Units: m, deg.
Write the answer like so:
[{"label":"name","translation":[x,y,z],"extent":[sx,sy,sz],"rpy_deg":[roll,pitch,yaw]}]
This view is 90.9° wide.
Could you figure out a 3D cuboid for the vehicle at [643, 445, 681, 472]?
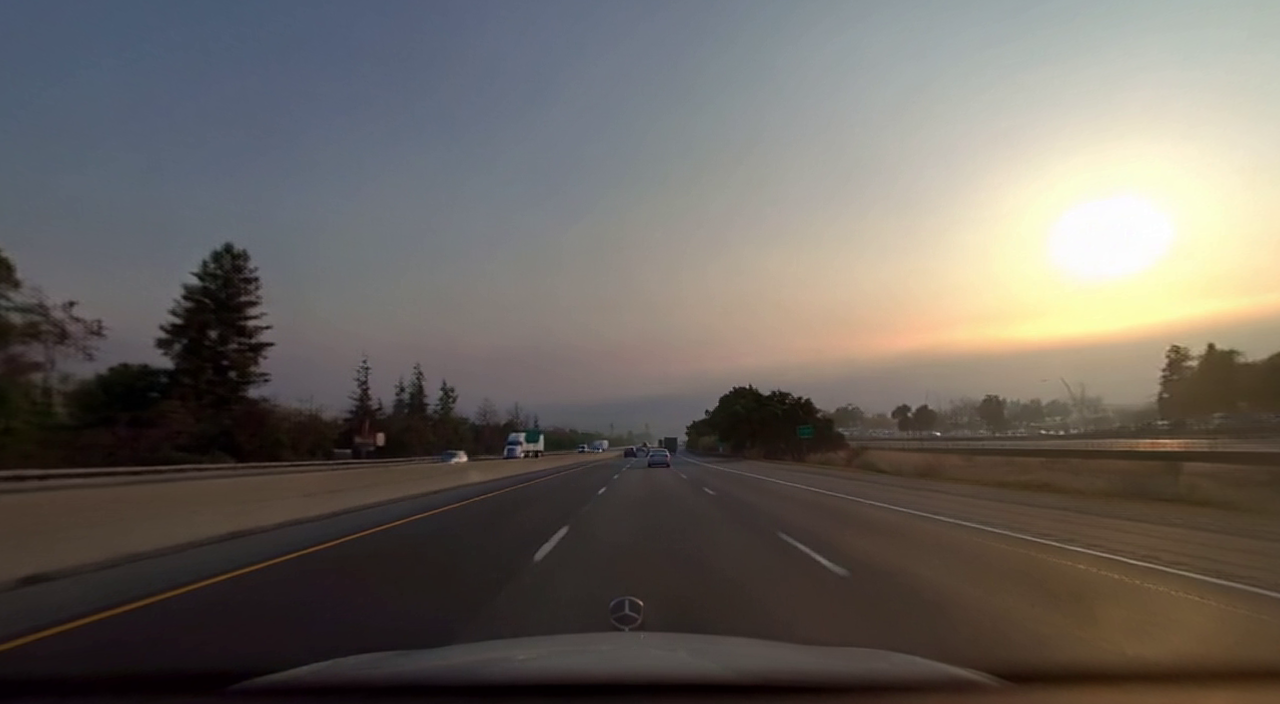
[{"label":"vehicle","translation":[1.336,6.742,40.075],"extent":[2.231,1.652,4.503],"rpy_deg":[0,-9,-1]}]
